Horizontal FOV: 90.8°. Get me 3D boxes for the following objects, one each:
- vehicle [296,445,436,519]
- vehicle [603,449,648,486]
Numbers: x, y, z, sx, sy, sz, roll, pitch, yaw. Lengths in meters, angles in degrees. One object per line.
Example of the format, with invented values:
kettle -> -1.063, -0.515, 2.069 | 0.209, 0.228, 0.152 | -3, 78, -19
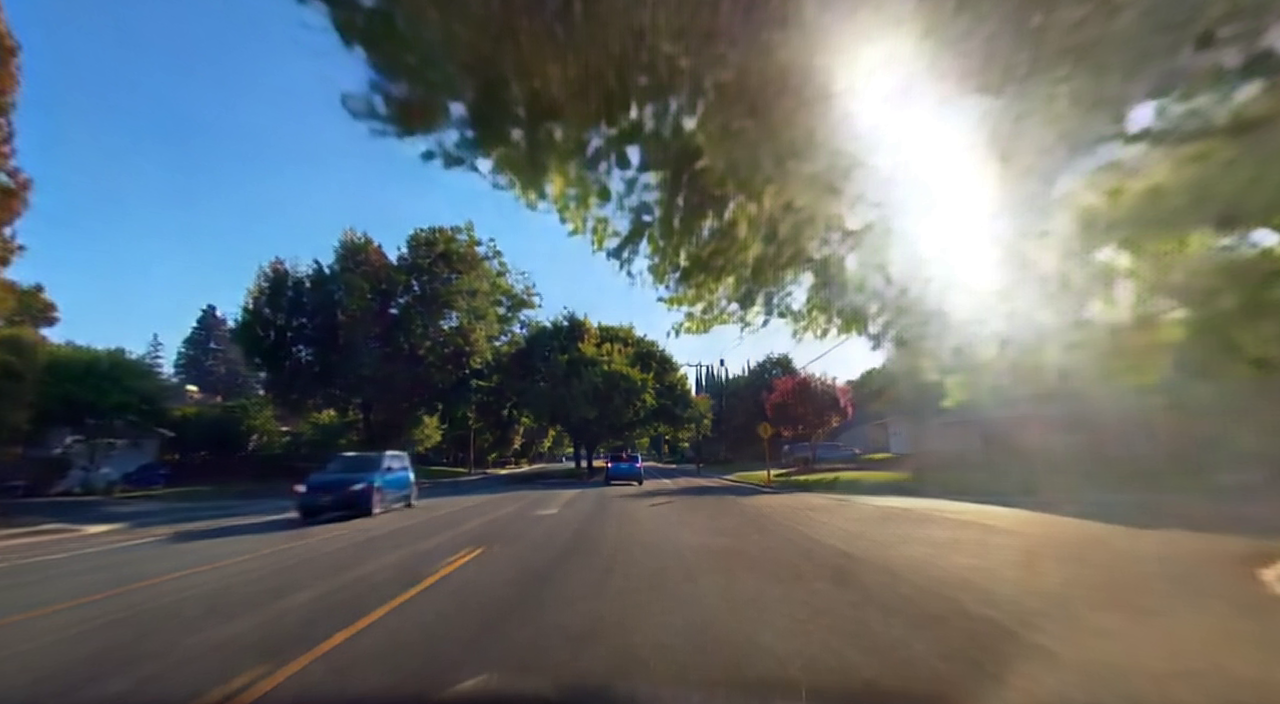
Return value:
vehicle -> -7.293, 3.446, 17.373 | 2.046, 1.730, 4.310 | 0, -8, -3
vehicle -> -0.779, 5.802, 31.946 | 2.139, 1.699, 3.916 | 0, -8, -3
